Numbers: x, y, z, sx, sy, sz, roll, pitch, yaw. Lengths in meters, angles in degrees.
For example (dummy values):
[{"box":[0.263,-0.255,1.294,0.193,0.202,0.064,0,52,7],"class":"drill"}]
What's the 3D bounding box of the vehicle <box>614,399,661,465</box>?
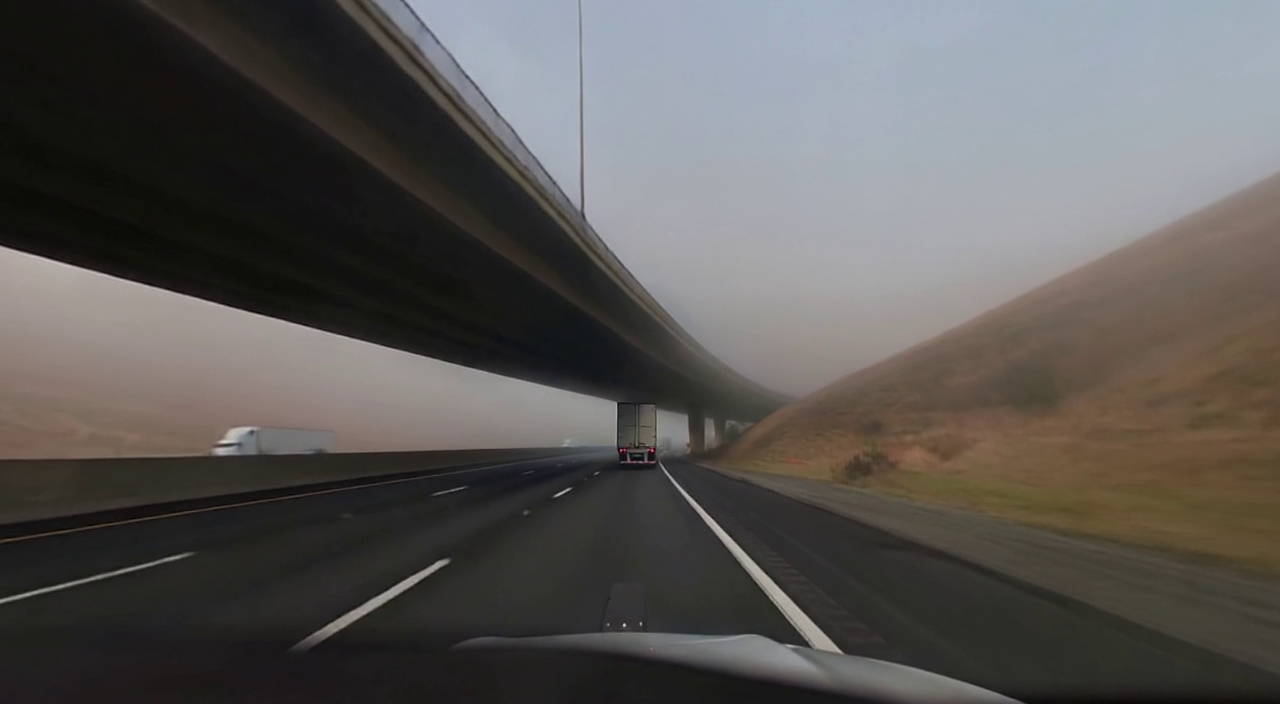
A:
[{"box":[-0.140,5.742,44.324,2.866,4.014,11.261,0,-9,0],"class":"vehicle"}]
